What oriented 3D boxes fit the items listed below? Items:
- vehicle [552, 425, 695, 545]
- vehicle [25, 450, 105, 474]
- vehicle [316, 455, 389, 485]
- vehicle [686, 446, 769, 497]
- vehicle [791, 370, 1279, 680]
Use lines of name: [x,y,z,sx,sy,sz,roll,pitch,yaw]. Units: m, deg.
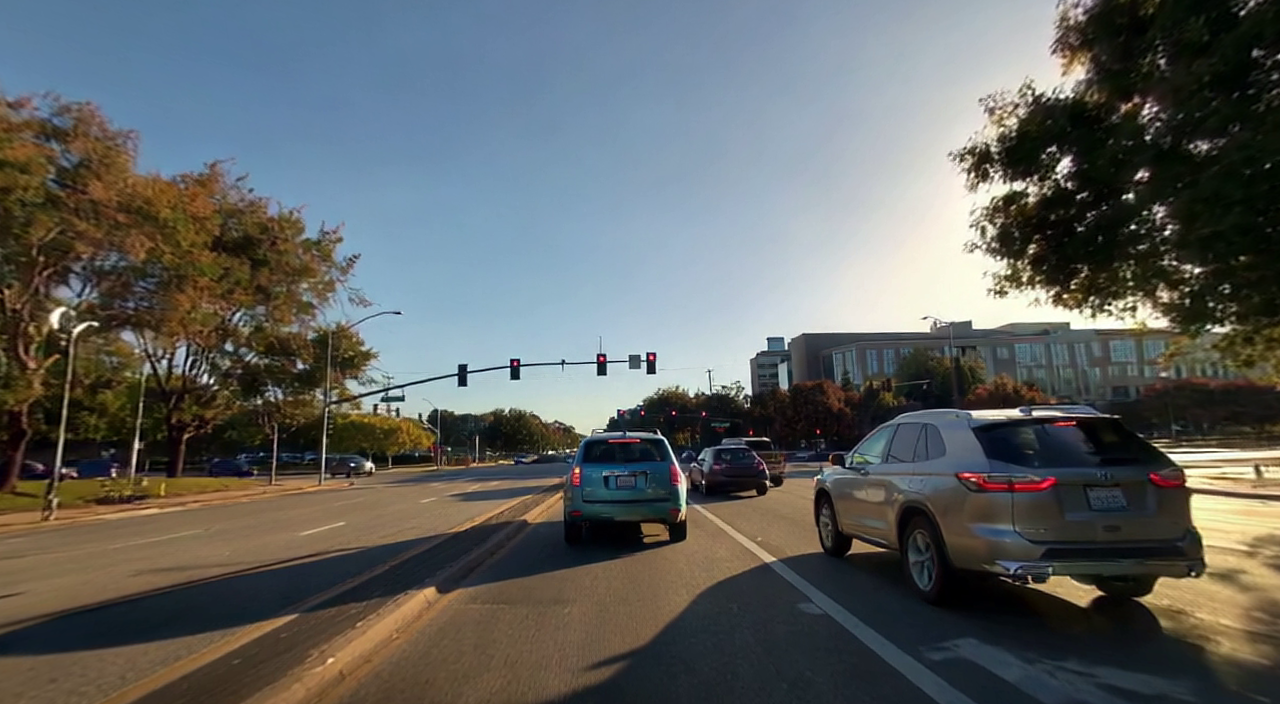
vehicle: [-0.284,2.216,11.192,2.039,1.698,4.144,0,-8,-2]
vehicle: [-40.512,7.734,44.607,1.742,1.526,4.004,-1,-8,3]
vehicle: [-20.641,8.410,45.330,4.905,1.949,2.354,-5,-10,32]
vehicle: [2.694,3.779,20.484,1.900,1.459,4.260,0,-8,-3]
vehicle: [3.139,1.328,5.970,2.228,1.798,4.370,0,-8,-2]
